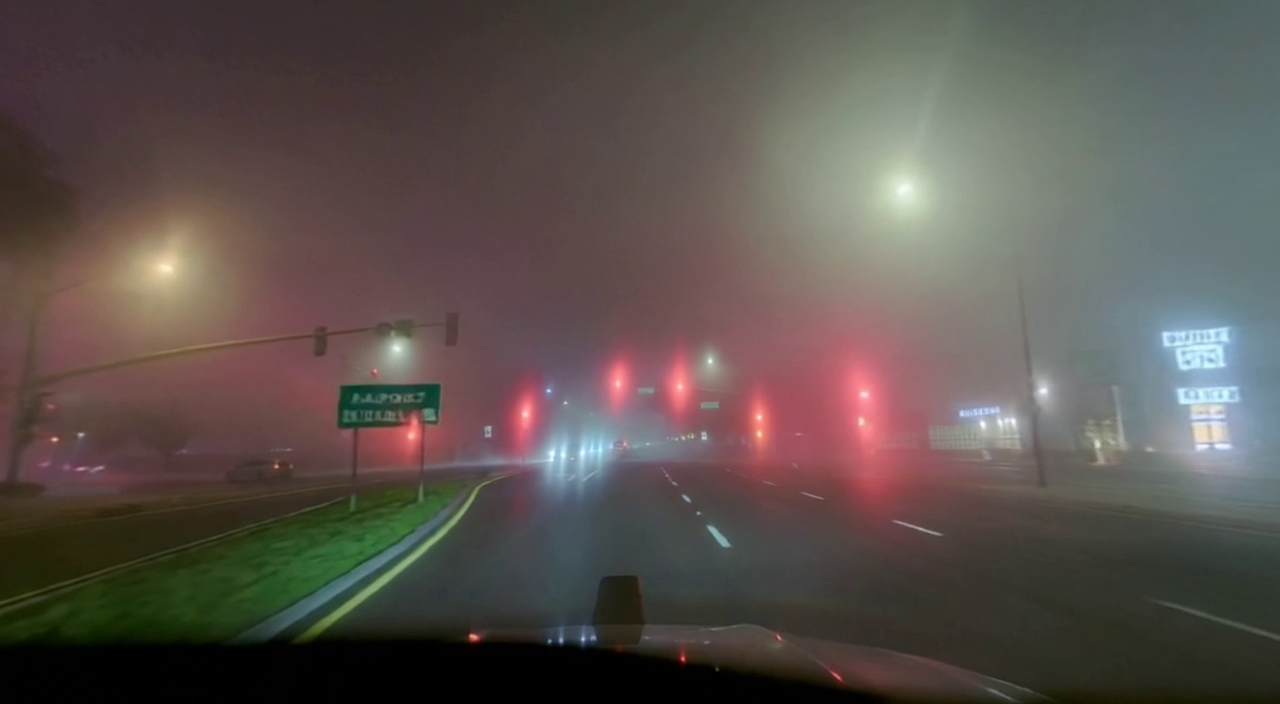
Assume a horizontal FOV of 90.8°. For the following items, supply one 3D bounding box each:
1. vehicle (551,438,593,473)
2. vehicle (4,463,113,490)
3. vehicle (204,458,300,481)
[{"bbox_3d":[-3.509,5.324,32.669,1.990,1.639,3.885,1,-9,-6],"label":"vehicle"},{"bbox_3d":[-34.628,7.432,37.685,4.567,1.460,1.917,0,-8,-1],"label":"vehicle"},{"bbox_3d":[-25.102,7.597,40.980,4.854,1.406,2.060,0,-8,1],"label":"vehicle"}]
